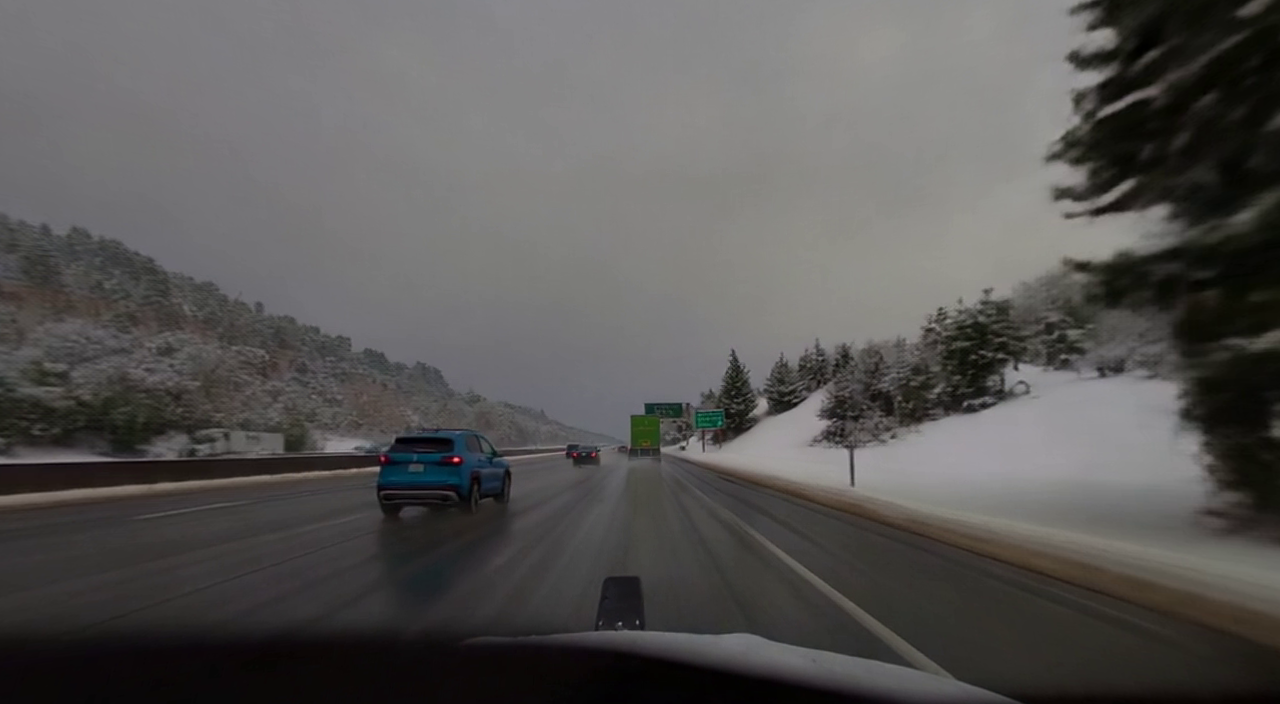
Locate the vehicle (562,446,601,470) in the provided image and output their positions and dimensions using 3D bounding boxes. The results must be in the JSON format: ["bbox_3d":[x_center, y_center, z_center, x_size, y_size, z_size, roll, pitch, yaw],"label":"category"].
[{"bbox_3d":[-3.811,6.969,41.624,2.101,1.476,4.471,1,-9,1],"label":"vehicle"}]

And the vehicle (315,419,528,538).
[{"bbox_3d":[-3.682,2.237,11.776,2.194,1.725,4.698,0,-9,1],"label":"vehicle"}]
